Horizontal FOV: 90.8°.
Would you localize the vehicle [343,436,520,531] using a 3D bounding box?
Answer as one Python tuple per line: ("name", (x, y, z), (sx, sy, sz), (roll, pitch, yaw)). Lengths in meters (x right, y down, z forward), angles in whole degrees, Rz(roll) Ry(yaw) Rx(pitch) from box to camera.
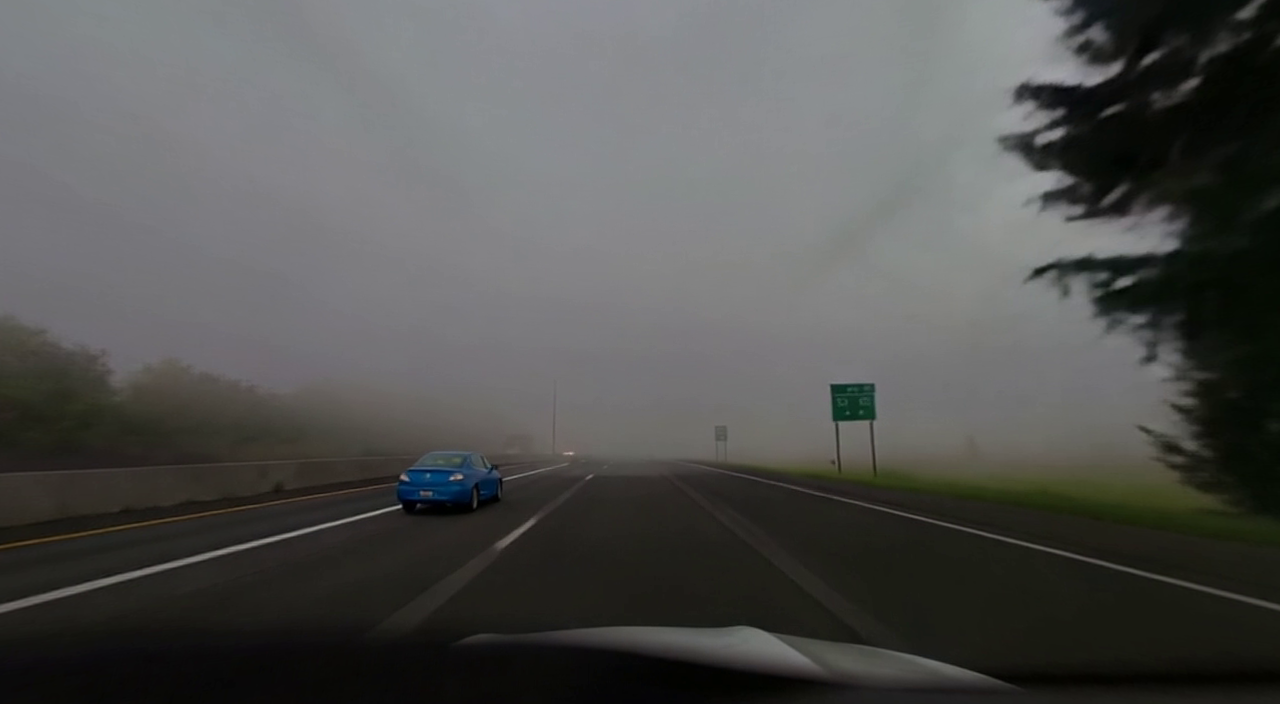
("vehicle", (-3.784, 2.450, 12.309), (2.121, 1.537, 3.852), (0, -9, 0))
